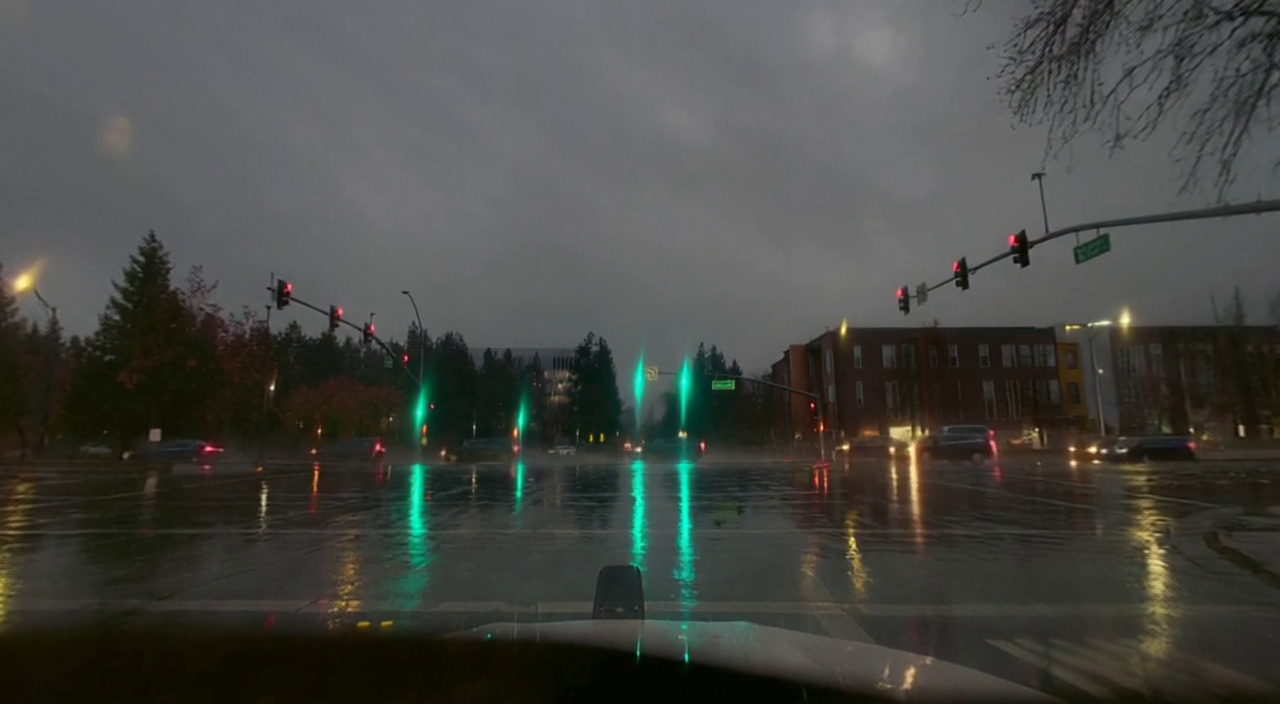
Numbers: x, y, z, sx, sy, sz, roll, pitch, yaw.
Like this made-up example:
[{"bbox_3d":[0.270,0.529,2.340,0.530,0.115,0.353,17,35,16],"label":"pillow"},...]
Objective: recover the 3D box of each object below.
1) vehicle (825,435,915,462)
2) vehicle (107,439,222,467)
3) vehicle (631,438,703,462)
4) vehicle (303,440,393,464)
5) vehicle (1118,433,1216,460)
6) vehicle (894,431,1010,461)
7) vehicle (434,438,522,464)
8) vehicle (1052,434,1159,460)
[{"bbox_3d":[13.324,5.593,36.735,4.519,1.476,1.767,0,-9,0],"label":"vehicle"},{"bbox_3d":[-25.259,5.392,33.681,4.629,1.423,1.833,-1,-9,1],"label":"vehicle"},{"bbox_3d":[1.689,6.250,40.283,4.443,1.472,1.794,0,-9,1],"label":"vehicle"},{"bbox_3d":[-18.557,6.364,40.270,4.759,1.445,1.865,0,-9,0],"label":"vehicle"},{"bbox_3d":[33.683,6.045,40.462,4.488,1.667,1.869,0,-9,0],"label":"vehicle"},{"bbox_3d":[19.585,5.930,39.883,6.133,1.833,2.155,0,-9,0],"label":"vehicle"},{"bbox_3d":[-9.366,5.731,36.710,4.631,1.435,1.715,0,-9,0],"label":"vehicle"},{"bbox_3d":[27.121,5.559,36.893,4.724,1.452,1.870,0,-9,0],"label":"vehicle"}]
